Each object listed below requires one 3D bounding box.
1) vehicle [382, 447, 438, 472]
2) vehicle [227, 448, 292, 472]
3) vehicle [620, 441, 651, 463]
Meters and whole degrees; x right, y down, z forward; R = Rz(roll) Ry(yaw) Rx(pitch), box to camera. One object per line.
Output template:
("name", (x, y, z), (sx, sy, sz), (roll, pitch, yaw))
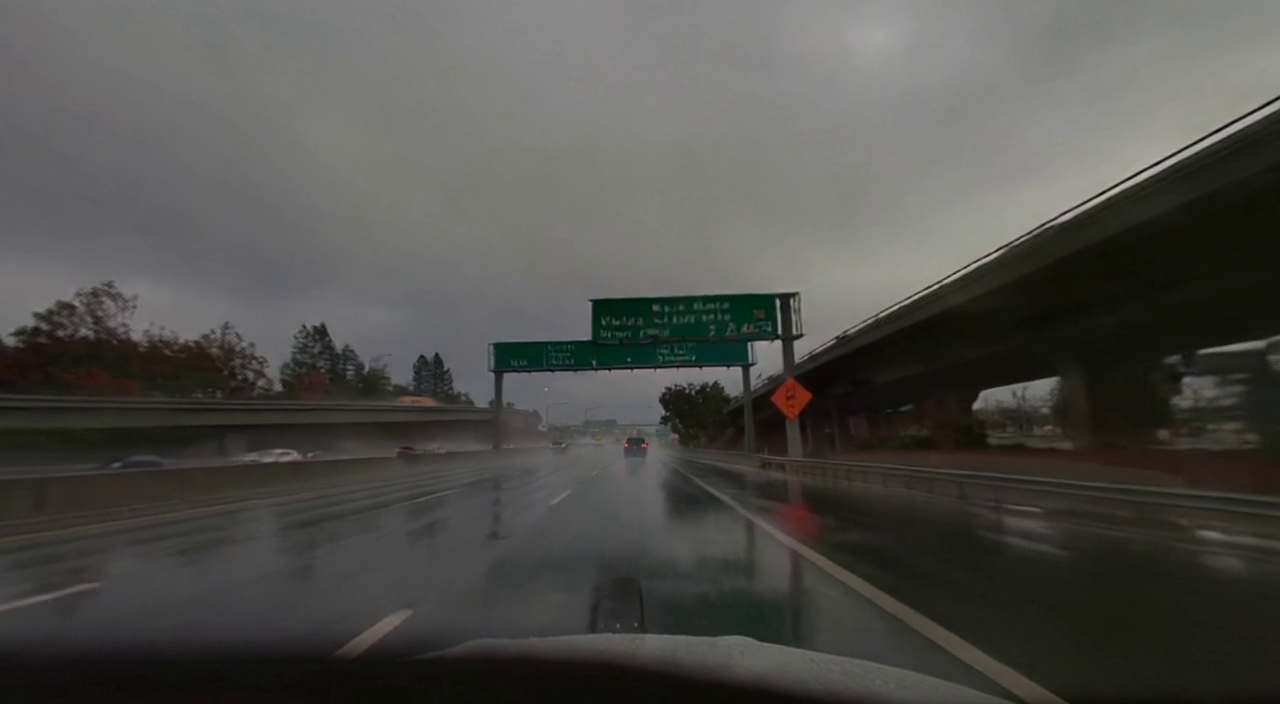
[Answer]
("vehicle", (-14.865, 6.919, 41.100), (1.969, 1.486, 4.395), (0, -8, 0))
("vehicle", (-28.331, 8.052, 47.319), (1.999, 1.620, 4.600), (0, -8, 0))
("vehicle", (-0.317, 7.191, 45.552), (2.086, 1.472, 4.168), (0, -8, -1))
